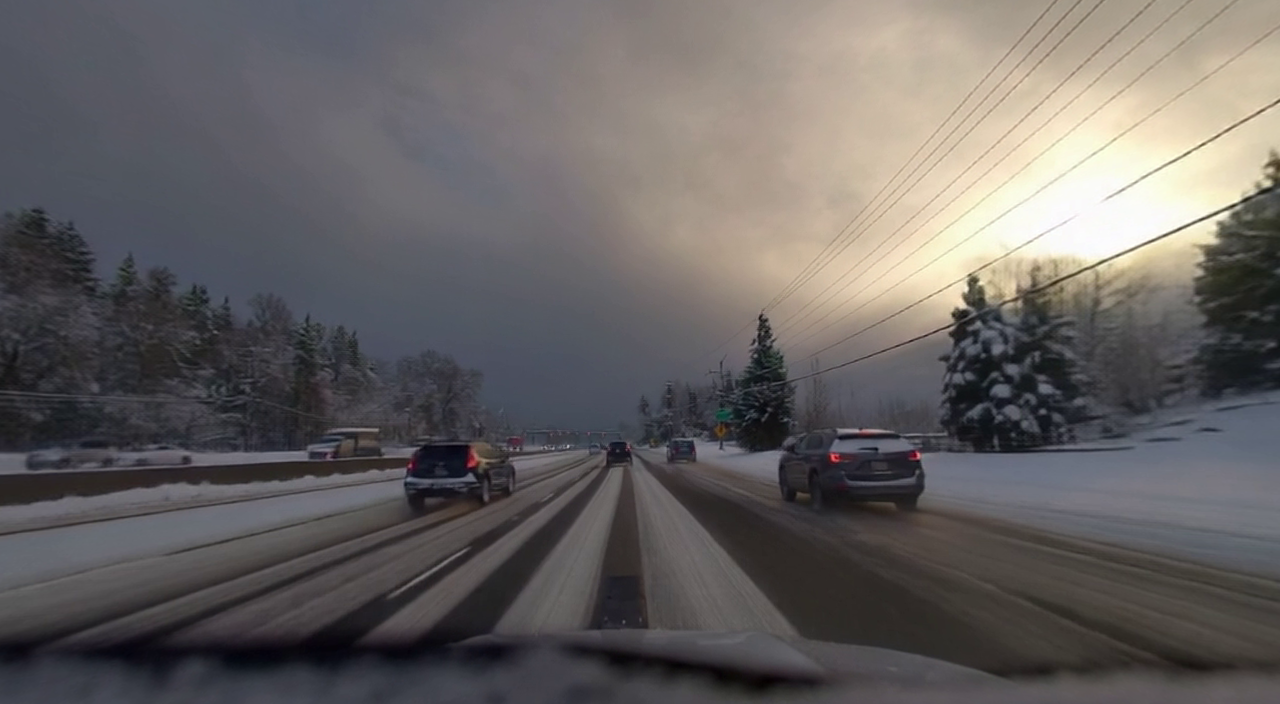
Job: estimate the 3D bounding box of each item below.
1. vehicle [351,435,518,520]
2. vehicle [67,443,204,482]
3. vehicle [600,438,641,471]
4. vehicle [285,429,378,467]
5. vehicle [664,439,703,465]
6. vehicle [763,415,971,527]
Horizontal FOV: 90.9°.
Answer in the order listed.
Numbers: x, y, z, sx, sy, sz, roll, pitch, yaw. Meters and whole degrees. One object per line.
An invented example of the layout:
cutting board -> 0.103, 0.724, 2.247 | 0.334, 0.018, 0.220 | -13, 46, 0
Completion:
vehicle -> -4.386, 2.762, 14.559 | 2.091, 1.562, 5.220 | 0, -8, 0
vehicle -> -20.532, 4.497, 25.990 | 1.914, 1.447, 4.553 | 0, -8, -1
vehicle -> -1.132, 5.844, 36.241 | 2.192, 1.769, 4.287 | 0, -8, -2
vehicle -> -16.945, 5.328, 35.104 | 2.305, 1.901, 5.934 | 0, -8, -2
vehicle -> 2.954, 6.955, 43.981 | 2.099, 1.720, 4.829 | 0, -8, -4
vehicle -> 4.040, 2.221, 12.320 | 2.102, 1.723, 4.745 | 0, -8, -3
